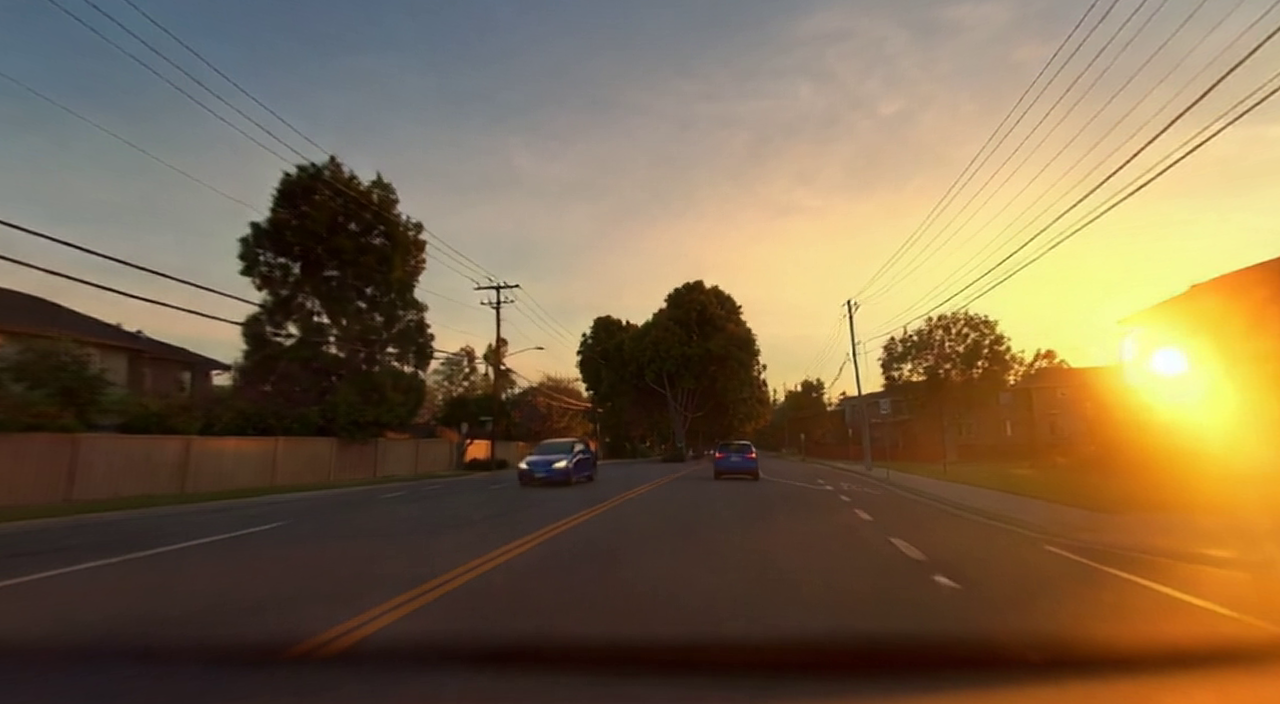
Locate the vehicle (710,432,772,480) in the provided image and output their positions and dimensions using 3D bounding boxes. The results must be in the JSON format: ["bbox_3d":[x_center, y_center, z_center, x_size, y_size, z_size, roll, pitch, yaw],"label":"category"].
[{"bbox_3d":[3.905,3.989,24.533,2.139,1.699,3.916,-1,-8,9],"label":"vehicle"}]

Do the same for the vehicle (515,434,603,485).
[{"bbox_3d":[-2.829,3.899,23.301,2.226,1.664,4.342,-1,-8,6],"label":"vehicle"}]
